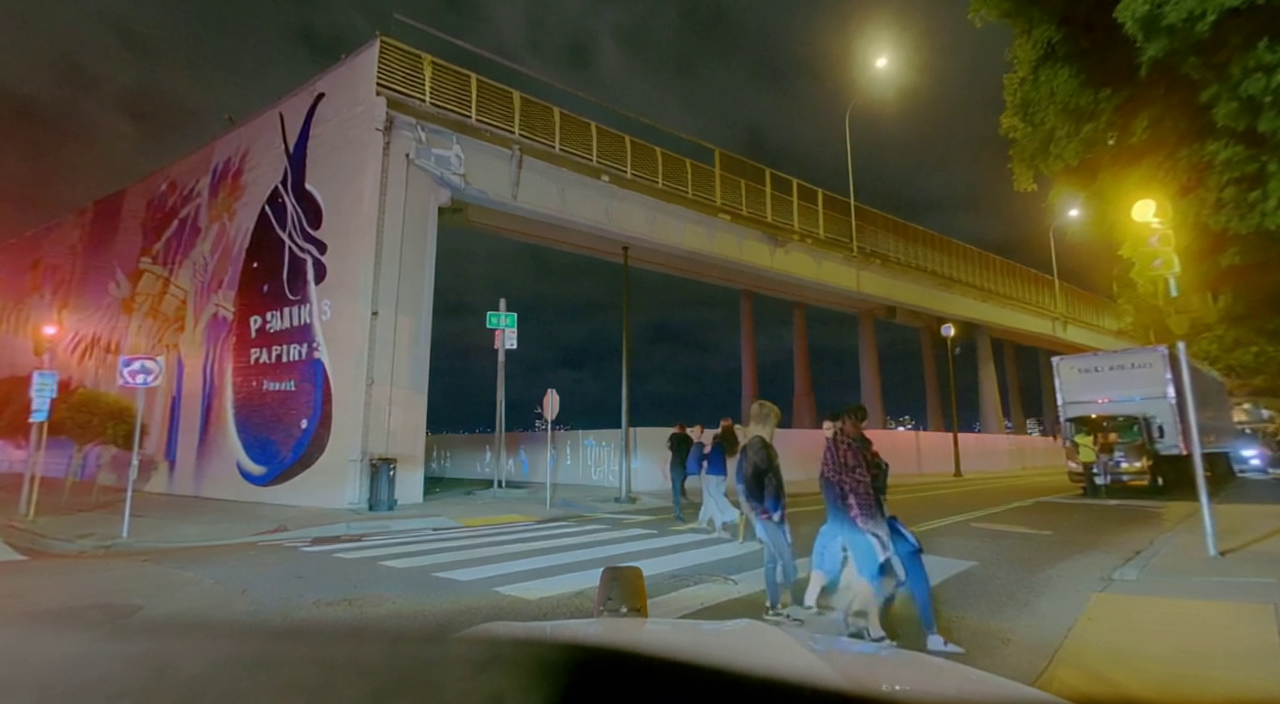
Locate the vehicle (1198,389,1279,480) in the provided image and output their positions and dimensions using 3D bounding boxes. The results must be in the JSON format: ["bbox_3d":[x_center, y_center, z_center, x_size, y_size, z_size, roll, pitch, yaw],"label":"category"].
[{"bbox_3d":[32.694,4.432,33.408,12.015,4.103,2.920,8,-11,-43],"label":"vehicle"}]

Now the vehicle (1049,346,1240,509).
[{"bbox_3d":[15.748,2.381,19.243,9.347,3.893,2.849,7,-11,-42],"label":"vehicle"}]
